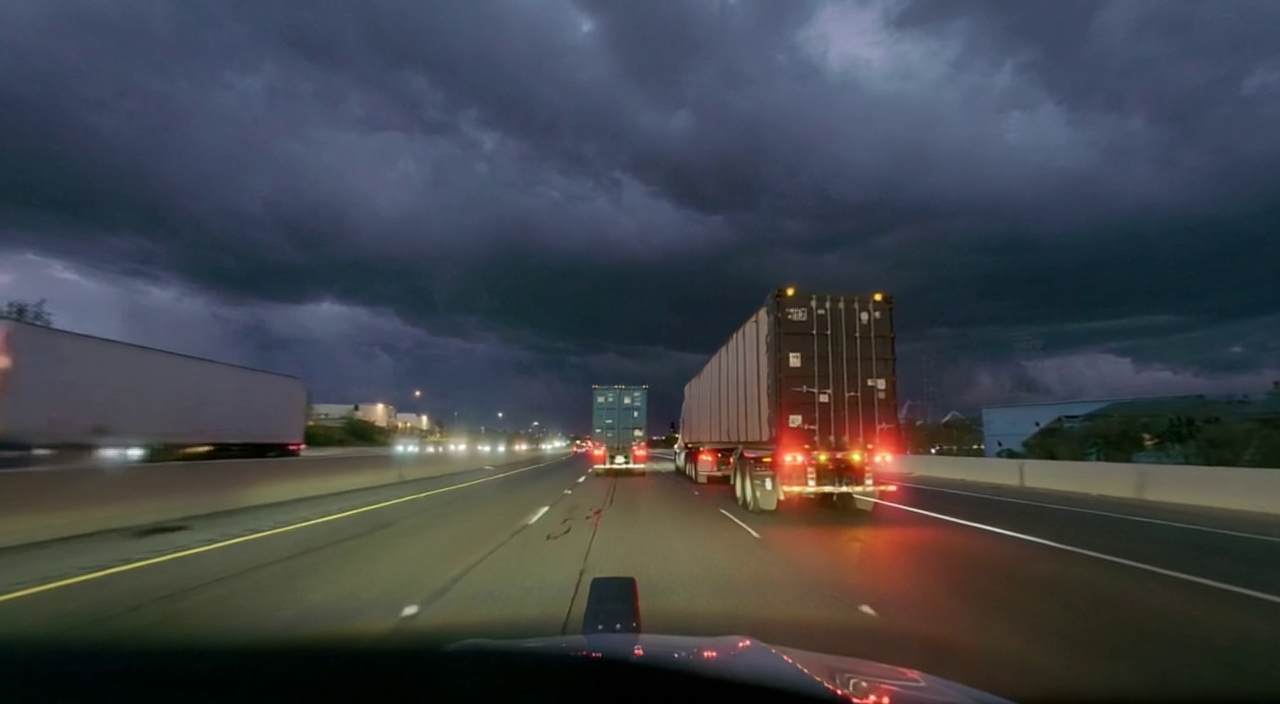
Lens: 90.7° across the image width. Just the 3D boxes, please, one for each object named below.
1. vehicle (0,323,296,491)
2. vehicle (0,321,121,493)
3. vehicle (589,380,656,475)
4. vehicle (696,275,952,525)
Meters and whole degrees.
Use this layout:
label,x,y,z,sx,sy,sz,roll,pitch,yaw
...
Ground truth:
label,x,y,z,sx,sy,sz,roll,pitch,yaw
vehicle,-16.669,2.252,21.534,2.829,4.021,13.010,0,-9,-1
vehicle,-16.432,1.169,13.958,3.035,3.978,8.132,0,-9,-1
vehicle,-0.704,4.114,33.147,2.841,4.071,12.046,-1,-8,0
vehicle,3.499,1.674,16.645,2.803,4.072,12.744,0,-9,0
